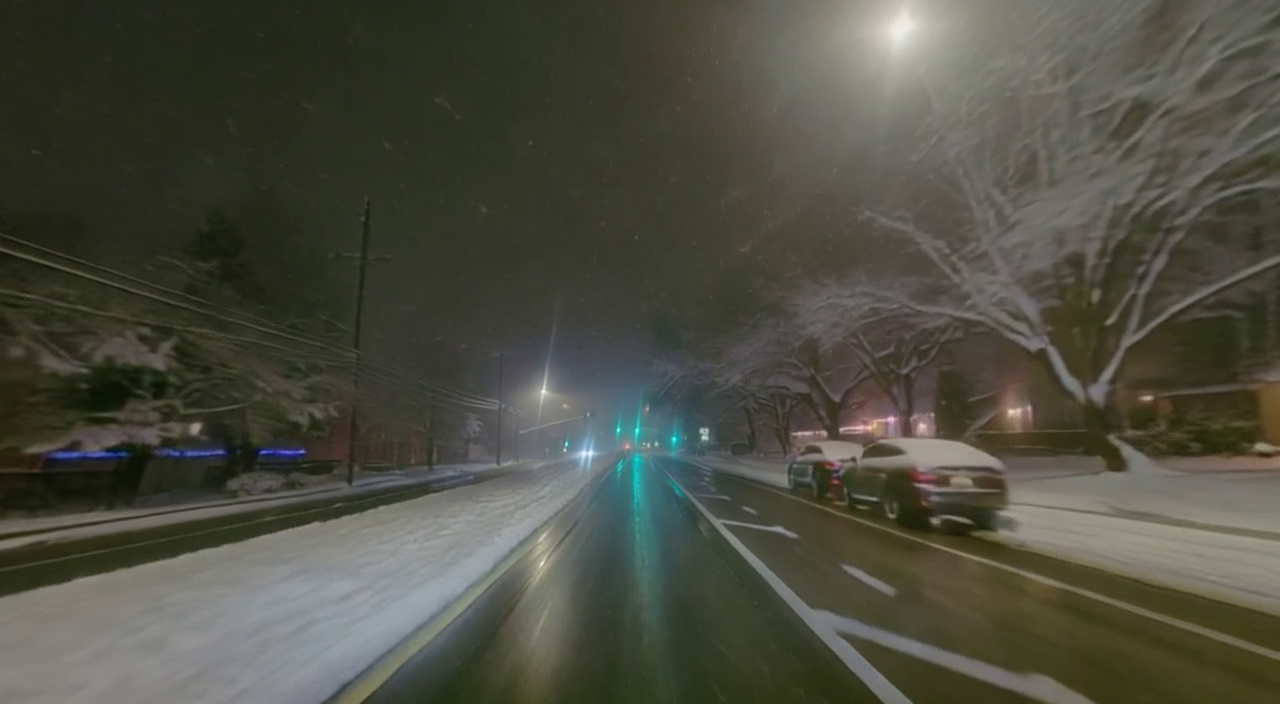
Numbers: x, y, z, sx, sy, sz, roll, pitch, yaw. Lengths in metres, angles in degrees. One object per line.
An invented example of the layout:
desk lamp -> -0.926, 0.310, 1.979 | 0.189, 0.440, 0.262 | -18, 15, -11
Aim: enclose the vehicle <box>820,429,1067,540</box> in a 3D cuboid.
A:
vehicle -> 5.012, 2.238, 11.379 | 1.995, 1.553, 4.628 | 0, -9, -2
